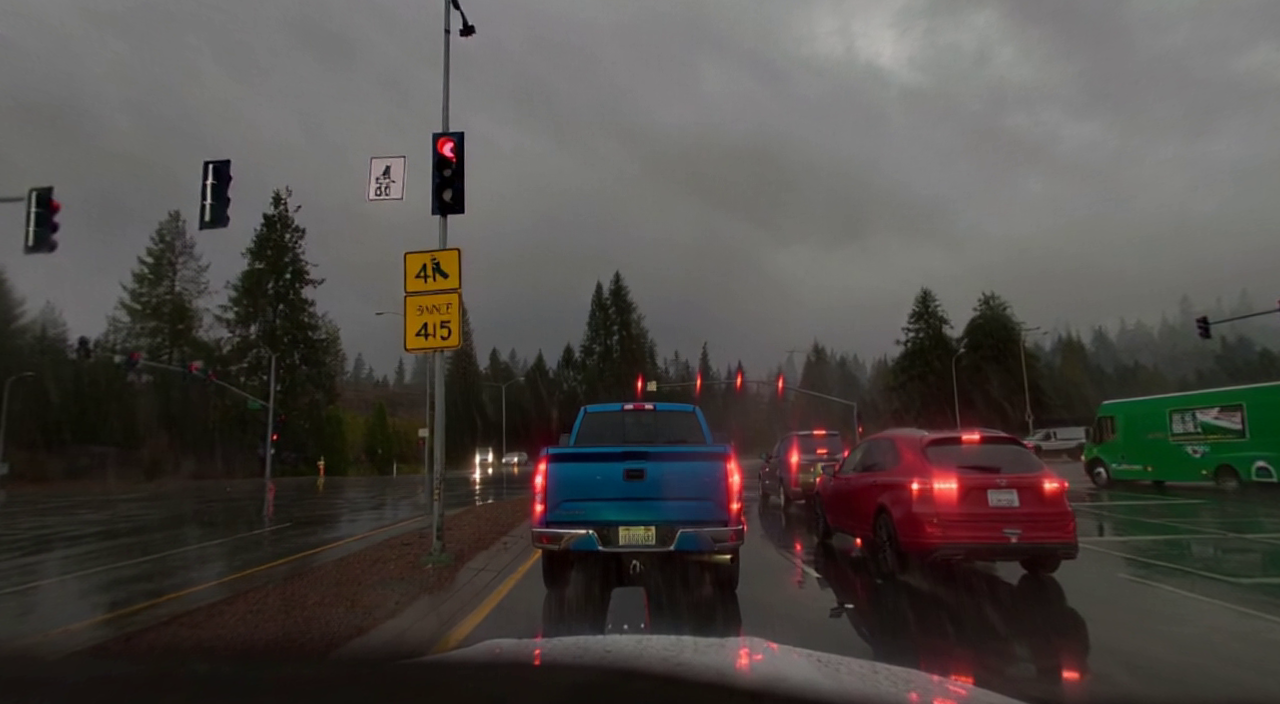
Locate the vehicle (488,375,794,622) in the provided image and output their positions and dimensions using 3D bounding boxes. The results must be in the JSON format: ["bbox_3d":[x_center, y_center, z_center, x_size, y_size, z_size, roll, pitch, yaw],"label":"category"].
[{"bbox_3d":[0.041,1.478,7.373,2.326,1.880,4.964,0,-8,1],"label":"vehicle"}]

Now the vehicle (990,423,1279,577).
[{"bbox_3d":[6.832,1.749,8.295,1.973,1.470,4.228,0,-8,-1],"label":"vehicle"}]

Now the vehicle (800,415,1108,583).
[{"bbox_3d":[3.569,1.724,8.197,1.981,1.616,4.006,0,-8,1],"label":"vehicle"}]
